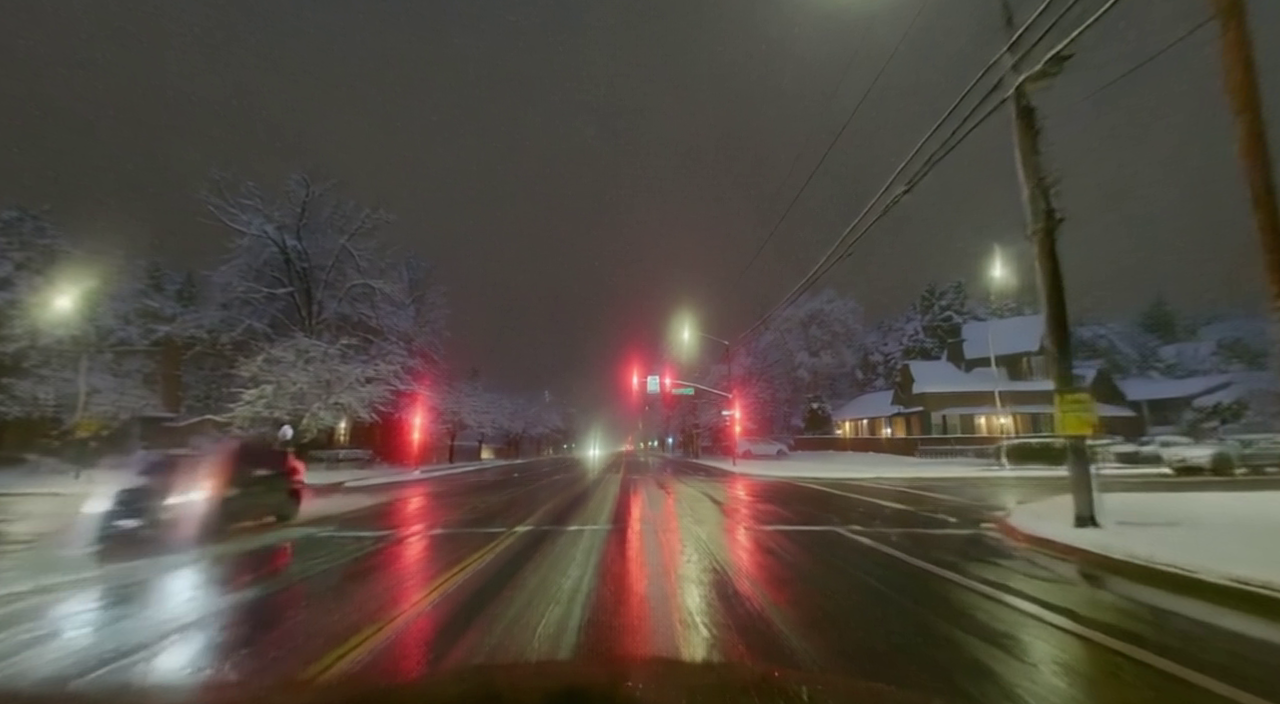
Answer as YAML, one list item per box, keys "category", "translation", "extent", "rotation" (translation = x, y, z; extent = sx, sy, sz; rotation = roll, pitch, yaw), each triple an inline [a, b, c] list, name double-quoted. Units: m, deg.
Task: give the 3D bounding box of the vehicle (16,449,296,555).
- category: "vehicle"
  translation: [-8.062, 2.475, 11.091]
  extent: [1.869, 1.497, 3.768]
  rotation: [0, -9, 0]
